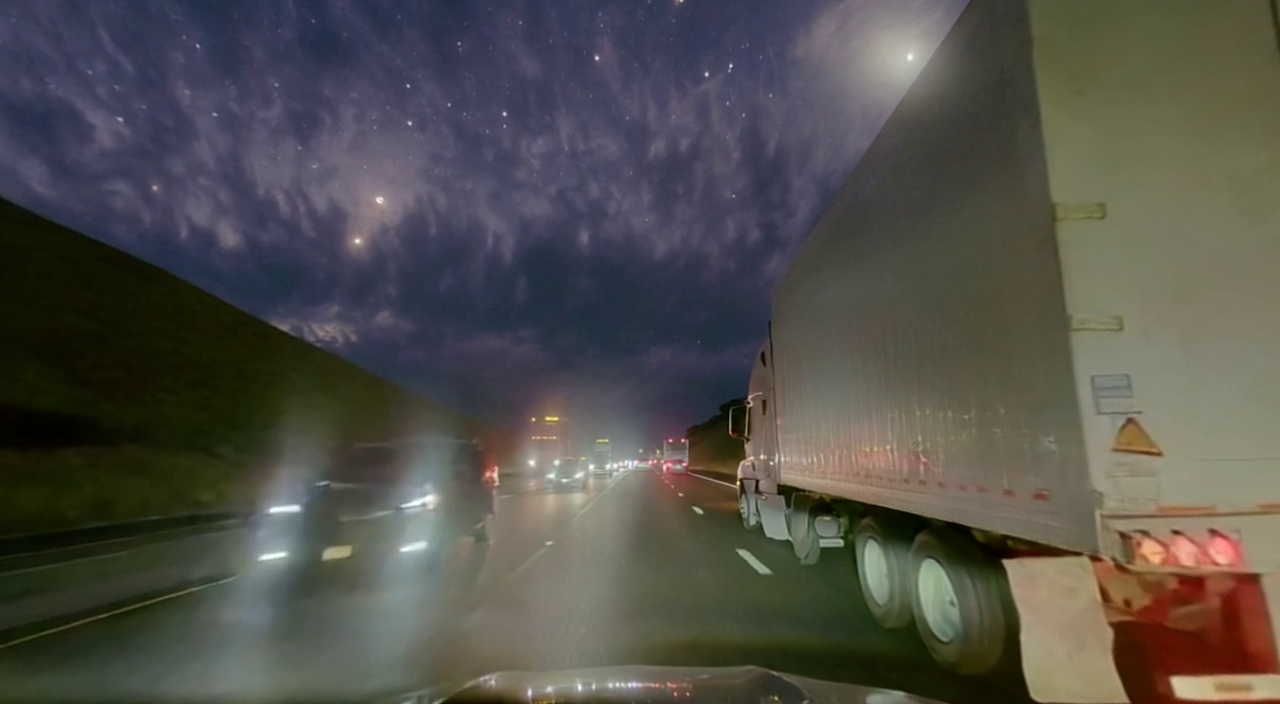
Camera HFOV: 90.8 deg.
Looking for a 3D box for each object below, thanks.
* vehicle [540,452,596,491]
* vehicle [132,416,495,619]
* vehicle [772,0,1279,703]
[{"bbox_3d":[-3.158,5.283,28.295,2.005,1.598,3.684,0,-9,1],"label":"vehicle"},{"bbox_3d":[-3.212,1.709,7.409,2.008,1.671,4.126,0,-9,0],"label":"vehicle"},{"bbox_3d":[3.231,0.251,5.121,2.959,3.973,5.928,0,-9,0],"label":"vehicle"}]
